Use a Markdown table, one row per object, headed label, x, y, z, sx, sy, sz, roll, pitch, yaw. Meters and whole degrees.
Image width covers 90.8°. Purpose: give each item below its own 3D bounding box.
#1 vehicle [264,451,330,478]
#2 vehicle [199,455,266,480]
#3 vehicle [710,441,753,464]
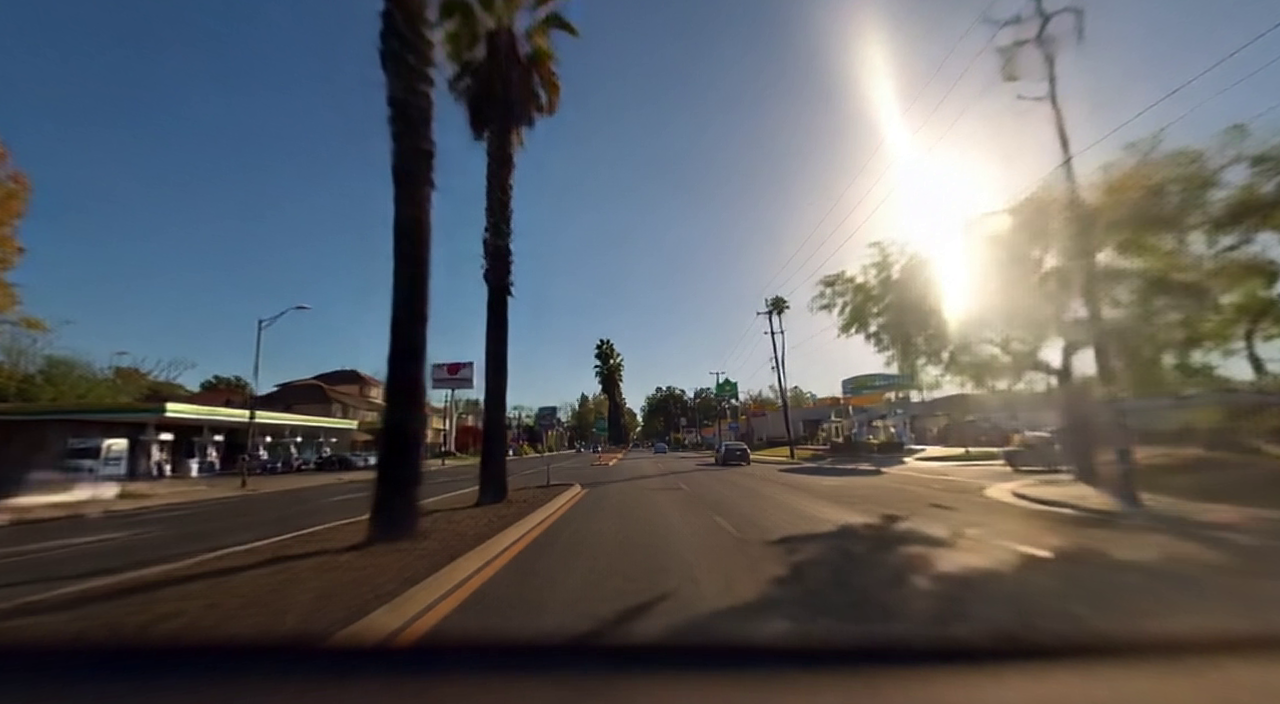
| label | x | y | z | sx | sy | sz | roll | pitch | yaw |
| --- | --- | --- | --- | --- | --- | --- | --- | --- | --- |
| vehicle | -25.735 | 8.408 | 47.607 | 2.056 | 1.890 | 5.063 | 0 | -9 | 1 |
| vehicle | -30.766 | 8.700 | 47.877 | 1.993 | 1.737 | 4.539 | 0 | -9 | 0 |
| vehicle | 6.298 | 6.979 | 43.973 | 2.261 | 1.479 | 4.403 | 0 | -9 | -2 |
